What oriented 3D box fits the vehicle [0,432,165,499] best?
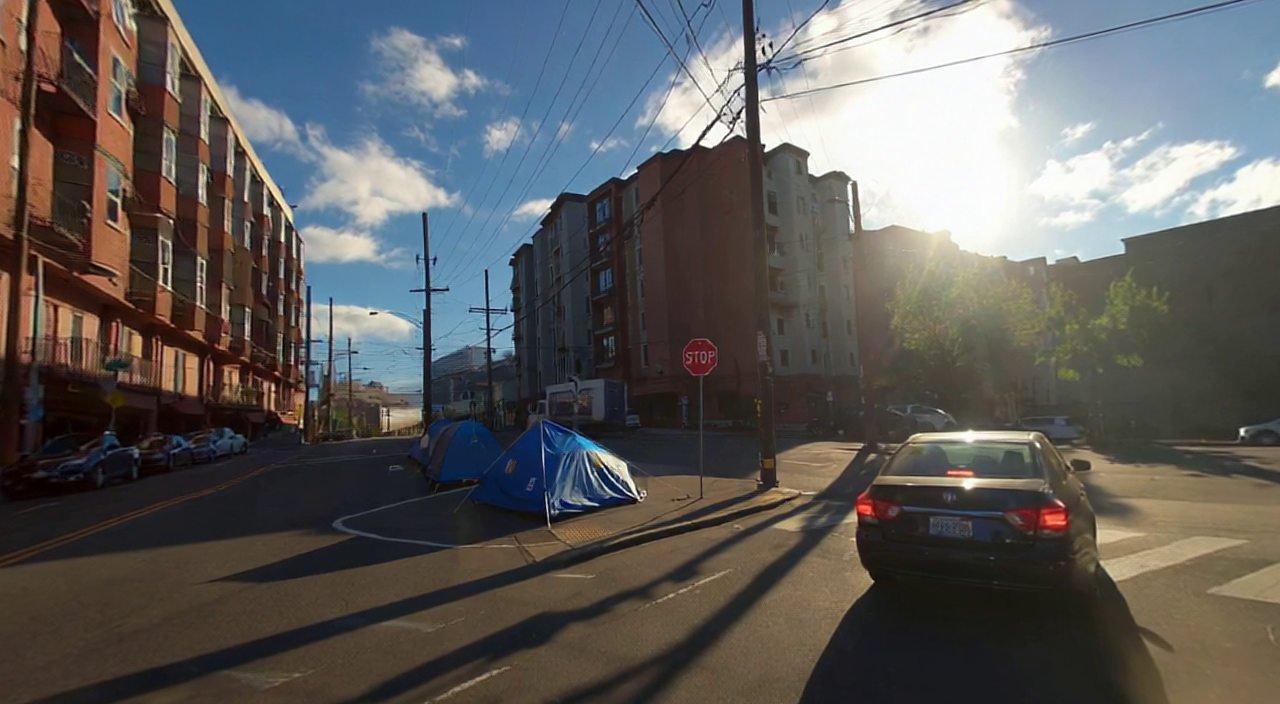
[{"bbox_3d":[-17.180,3.471,19.856,2.054,1.800,5.212,3,-9,-20],"label":"vehicle"}]

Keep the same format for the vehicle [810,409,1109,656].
[{"bbox_3d":[3.407,1.547,6.594,1.945,1.647,4.160,-5,-10,32],"label":"vehicle"}]

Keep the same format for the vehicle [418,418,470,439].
[{"bbox_3d":[-15.328,6.010,49.346,2.089,1.506,4.641,7,-11,-41],"label":"vehicle"}]

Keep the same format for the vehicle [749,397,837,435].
[{"bbox_3d":[8.189,3.523,34.078,1.805,1.694,4.214,11,-15,-44],"label":"vehicle"}]

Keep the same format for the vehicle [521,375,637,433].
[{"bbox_3d":[-3.688,3.202,37.143,7.172,3.075,2.584,-7,-10,41],"label":"vehicle"}]
